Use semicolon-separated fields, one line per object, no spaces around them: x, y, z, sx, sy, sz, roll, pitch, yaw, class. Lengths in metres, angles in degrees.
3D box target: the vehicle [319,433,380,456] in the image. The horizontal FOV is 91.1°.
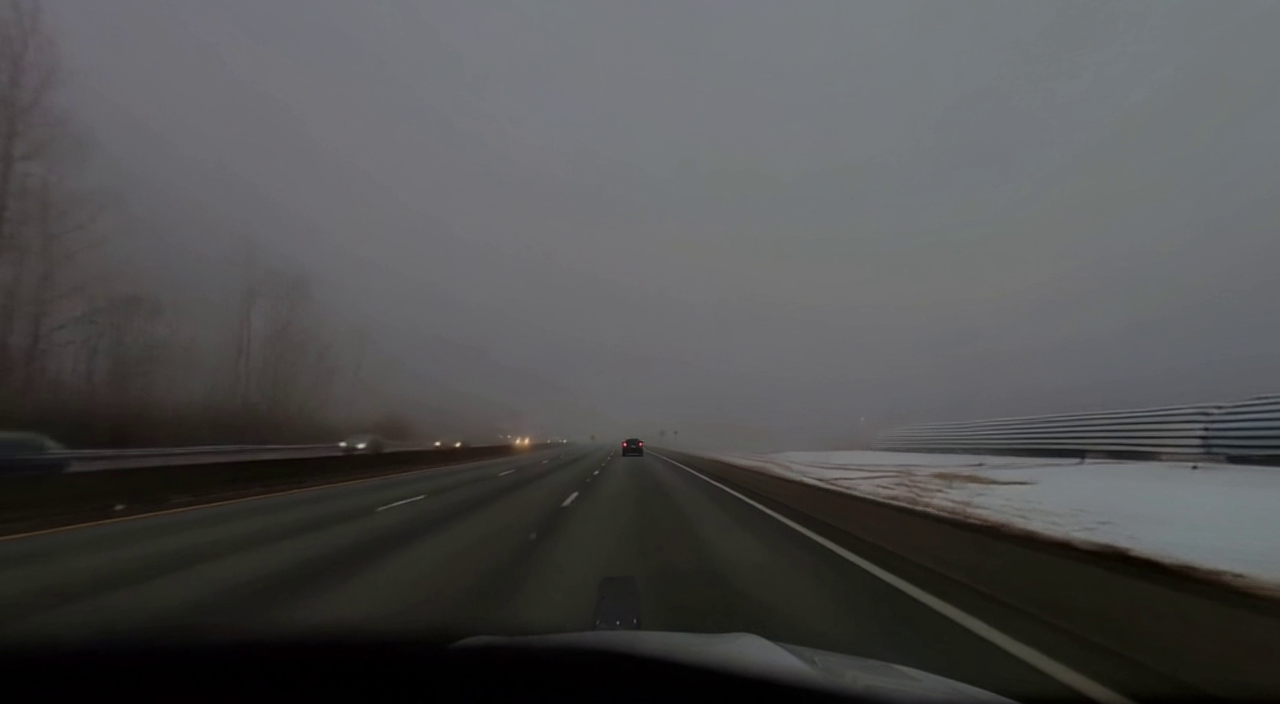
-19.763;6.324;43.060;2.081;1.507;4.533;0;-8;-1;vehicle
